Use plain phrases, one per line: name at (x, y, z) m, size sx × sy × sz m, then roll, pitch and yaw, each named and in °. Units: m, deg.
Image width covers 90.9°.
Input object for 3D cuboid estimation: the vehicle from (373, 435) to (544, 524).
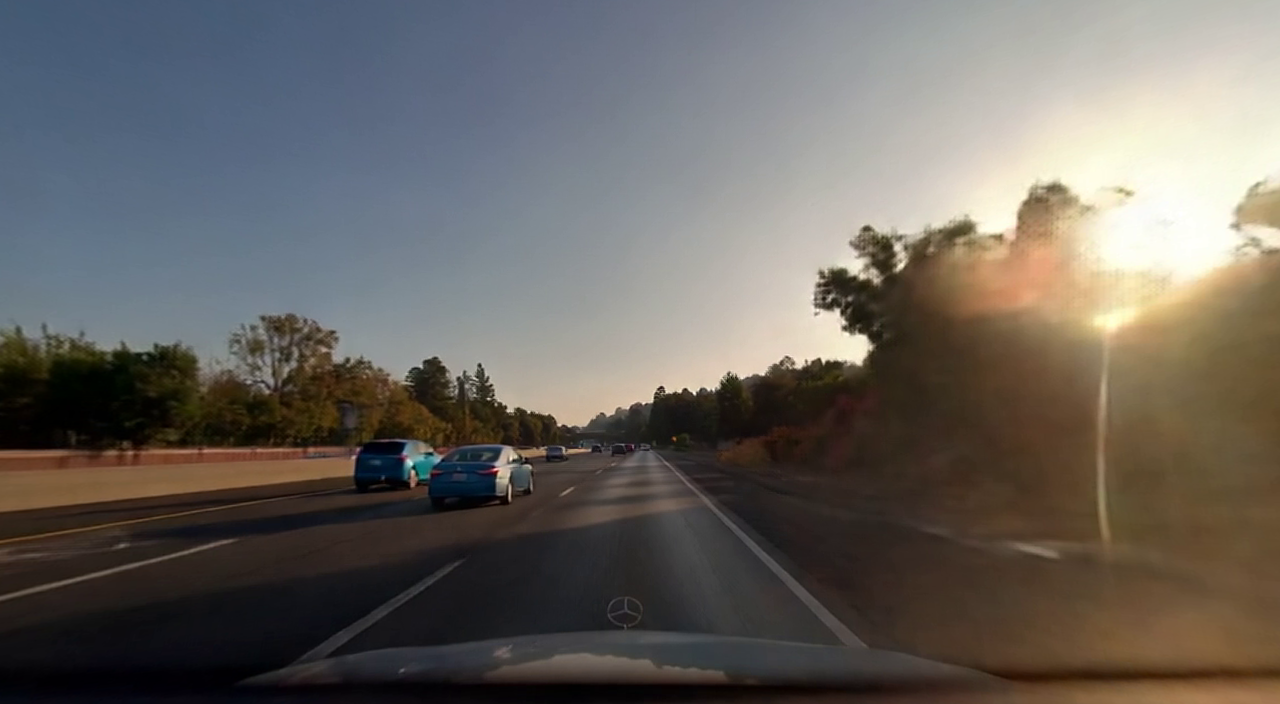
vehicle at (-3.542, 2.589, 13.500) m, size 2.081 × 1.514 × 4.943 m, roll 0°, pitch -8°, yaw 1°
